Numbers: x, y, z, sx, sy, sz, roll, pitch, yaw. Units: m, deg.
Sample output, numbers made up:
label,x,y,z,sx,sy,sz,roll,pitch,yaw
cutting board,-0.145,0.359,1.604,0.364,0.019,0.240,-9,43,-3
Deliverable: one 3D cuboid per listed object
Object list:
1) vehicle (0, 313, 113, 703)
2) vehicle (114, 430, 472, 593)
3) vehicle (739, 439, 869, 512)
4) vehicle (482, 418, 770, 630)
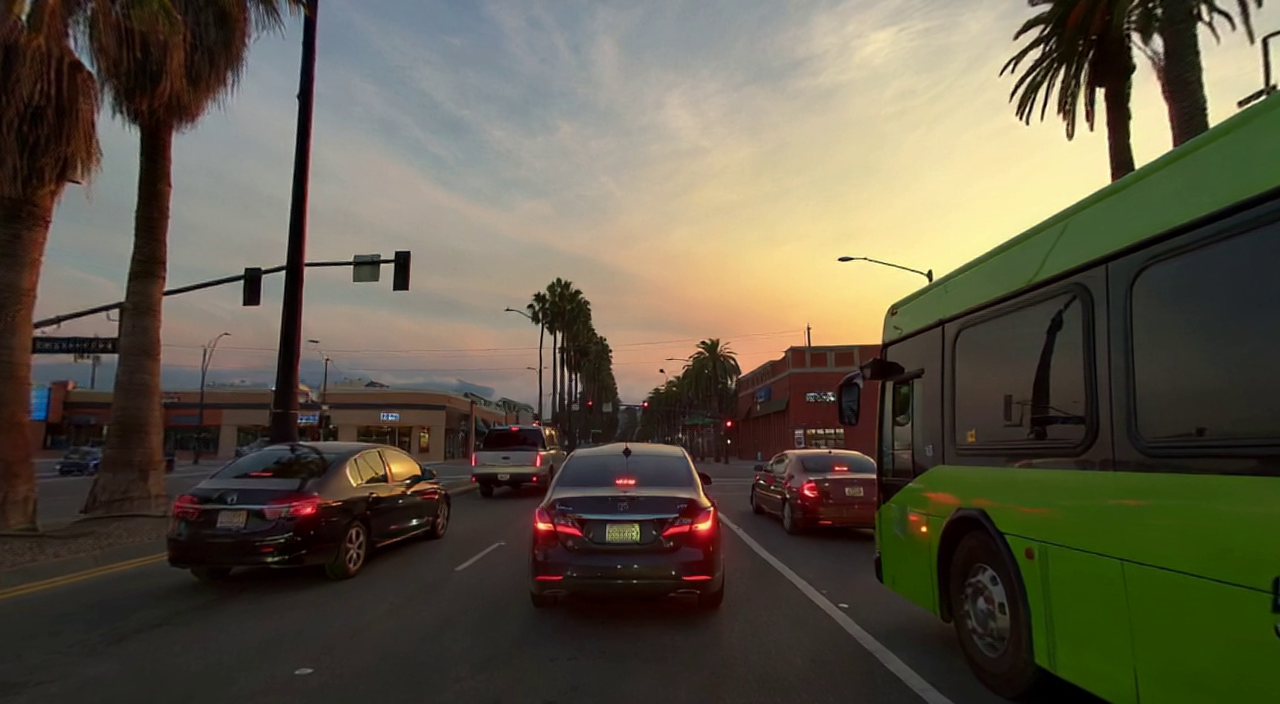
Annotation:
label,x,y,z,sx,sy,sz,roll,pitch,yaw
vehicle,-3.562,0.467,0.334,2.145,1.824,4.974,0,-9,2
vehicle,-3.627,1.720,7.711,1.919,1.415,4.178,0,-9,1
vehicle,3.718,2.872,15.181,1.989,1.467,4.364,0,-9,1
vehicle,-0.110,1.521,6.510,2.060,1.499,3.831,0,-9,0
